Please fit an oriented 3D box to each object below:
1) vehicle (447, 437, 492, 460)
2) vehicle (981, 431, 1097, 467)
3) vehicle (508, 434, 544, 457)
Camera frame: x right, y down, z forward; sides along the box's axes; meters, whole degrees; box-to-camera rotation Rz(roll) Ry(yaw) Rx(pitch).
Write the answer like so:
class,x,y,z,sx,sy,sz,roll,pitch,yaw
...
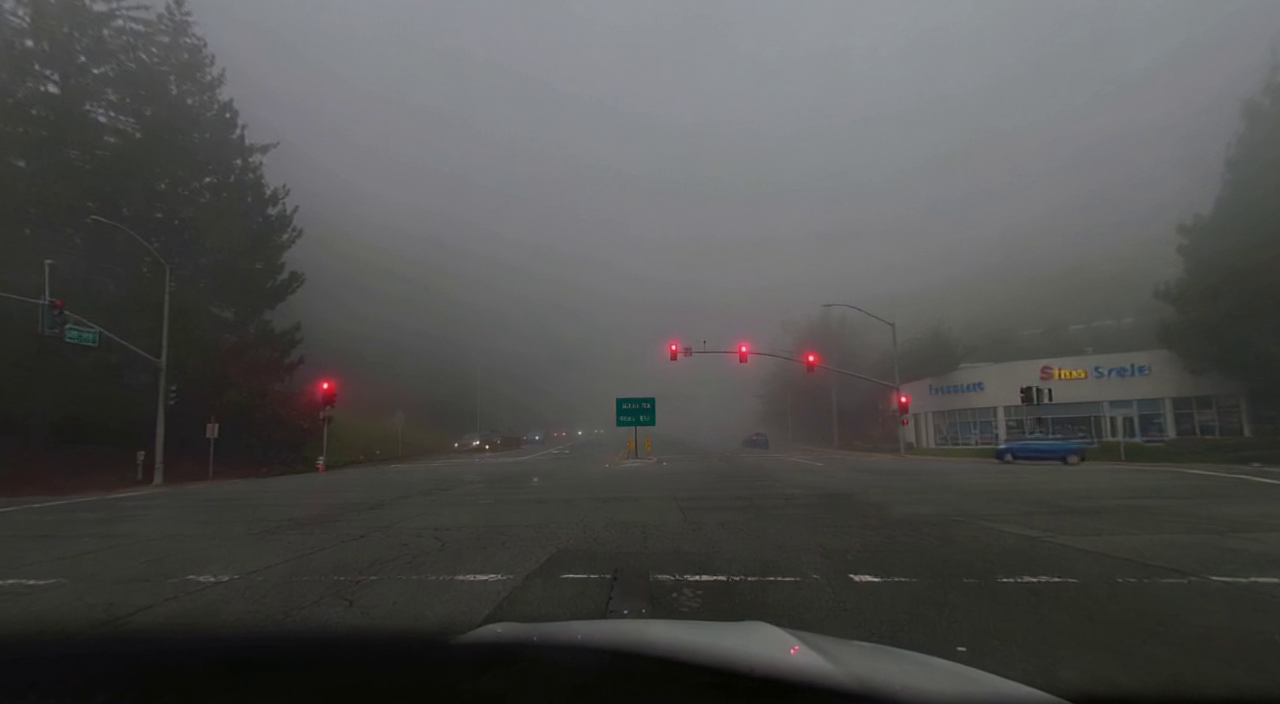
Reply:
class,x,y,z,sx,sy,sz,roll,pitch,yaw
vehicle,-11.794,6.688,43.894,2.111,1.499,4.371,0,-9,-3
vehicle,19.856,4.865,31.687,4.667,1.664,1.936,-5,-10,27
vehicle,-8.073,6.665,45.088,1.920,1.546,4.086,0,-9,-1
